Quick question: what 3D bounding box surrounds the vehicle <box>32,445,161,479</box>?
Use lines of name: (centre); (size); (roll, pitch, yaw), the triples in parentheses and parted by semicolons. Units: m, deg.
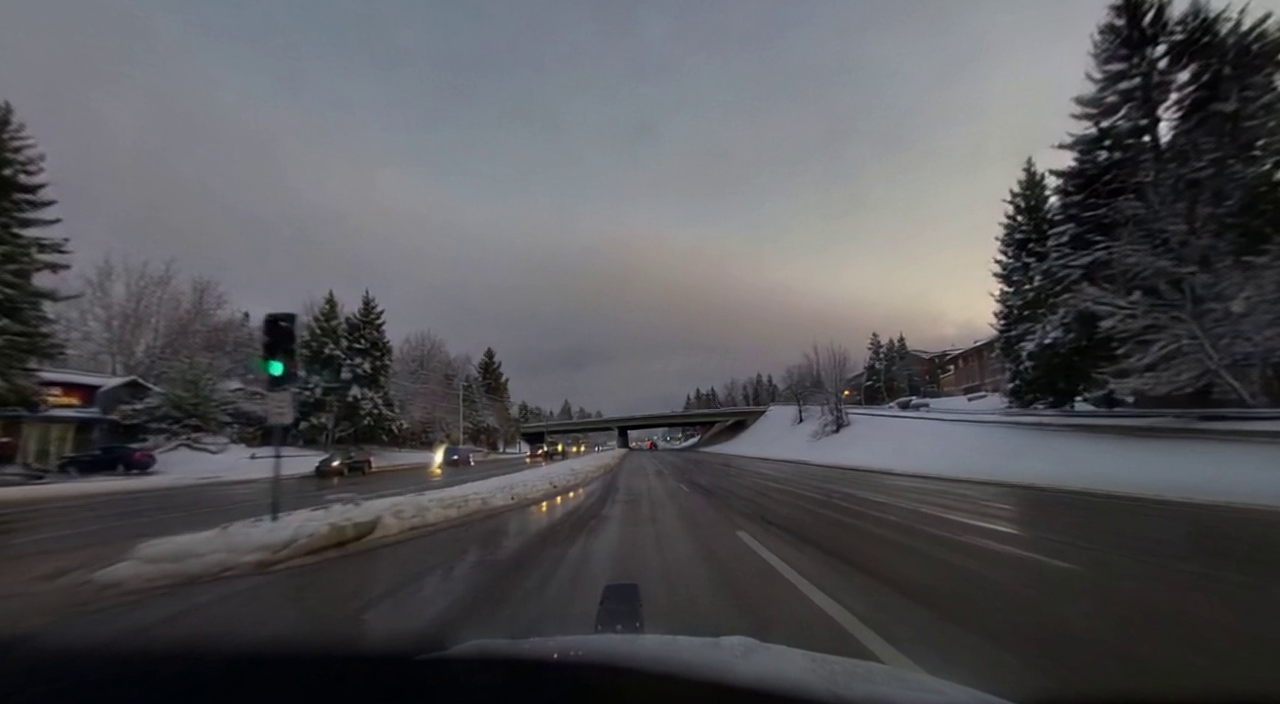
vehicle: (-30.649, 6.164, 35.834); (1.915, 1.768, 5.060); (-5, -10, 30)

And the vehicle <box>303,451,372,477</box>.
vehicle: (-19.047, 7.055, 39.993); (2.001, 1.468, 4.746); (0, -8, 0)
